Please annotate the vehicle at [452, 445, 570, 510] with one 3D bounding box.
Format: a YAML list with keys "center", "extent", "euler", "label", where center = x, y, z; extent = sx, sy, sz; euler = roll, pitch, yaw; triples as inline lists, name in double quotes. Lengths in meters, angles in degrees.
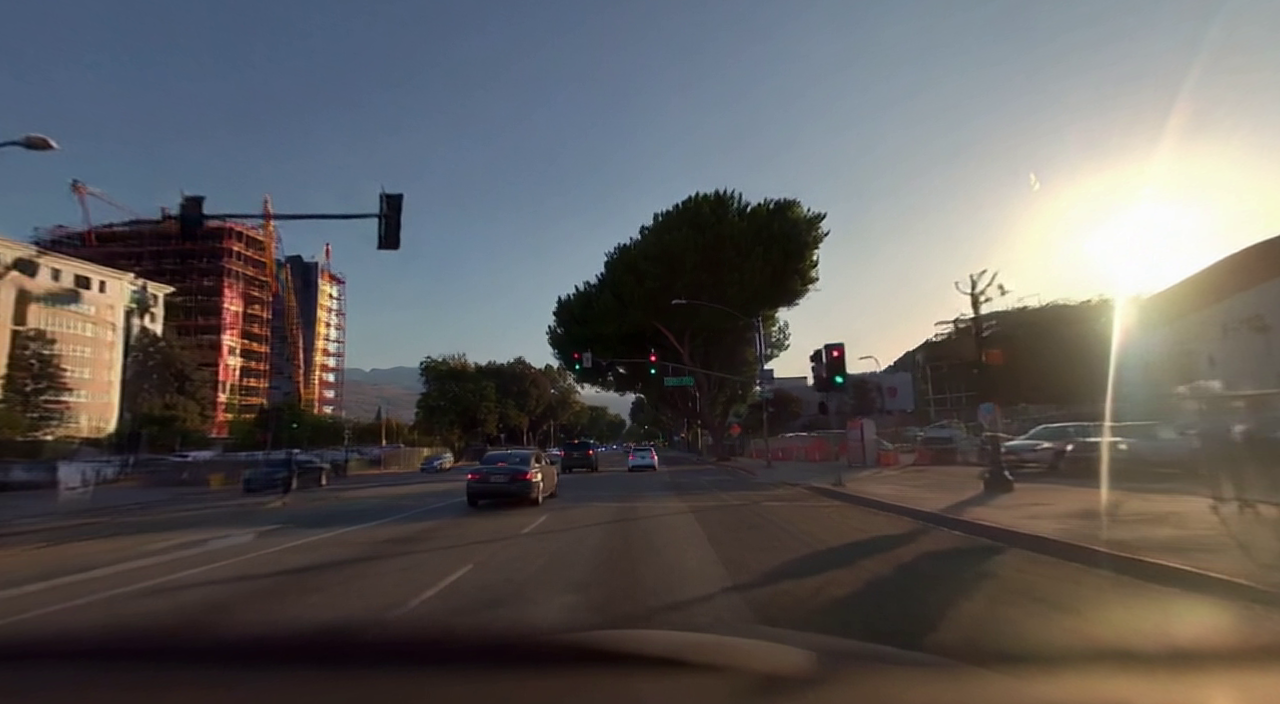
- center: [-3.094, 3.117, 16.171]
  extent: [1.959, 1.406, 4.527]
  euler: [-1, -9, 2]
  label: "vehicle"

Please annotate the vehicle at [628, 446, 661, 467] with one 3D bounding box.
- center: [0.347, 7.383, 44.708]
  extent: [2.171, 1.422, 4.146]
  euler: [0, -9, 1]
  label: "vehicle"

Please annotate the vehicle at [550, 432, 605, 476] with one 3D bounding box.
- center: [-3.134, 5.241, 32.608]
  extent: [2.240, 2.054, 4.662]
  euler: [-1, -9, 2]
  label: "vehicle"

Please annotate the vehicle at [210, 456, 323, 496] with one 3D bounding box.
- center: [-15.101, 5.011, 25.819]
  extent: [1.879, 1.450, 4.279]
  euler: [-1, -9, 2]
  label: "vehicle"

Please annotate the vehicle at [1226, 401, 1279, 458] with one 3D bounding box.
- center: [23.521, 2.920, 23.400]
  extent: [2.304, 1.936, 5.023]
  euler: [-8, -11, 41]
  label: "vehicle"

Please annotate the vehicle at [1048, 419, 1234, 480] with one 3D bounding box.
- center: [13.316, 2.546, 16.805]
  extent: [4.061, 1.465, 1.803]
  euler: [2, -8, -17]
  label: "vehicle"

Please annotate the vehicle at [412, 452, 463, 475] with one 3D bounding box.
- center: [-14.237, 7.835, 44.617]
  extent: [1.935, 1.481, 4.702]
  euler: [-1, -9, 2]
  label: "vehicle"

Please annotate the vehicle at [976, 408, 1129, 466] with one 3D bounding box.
- center: [12.058, 2.504, 18.505]
  extent: [3.500, 1.563, 1.871]
  euler: [2, -9, -19]
  label: "vehicle"
